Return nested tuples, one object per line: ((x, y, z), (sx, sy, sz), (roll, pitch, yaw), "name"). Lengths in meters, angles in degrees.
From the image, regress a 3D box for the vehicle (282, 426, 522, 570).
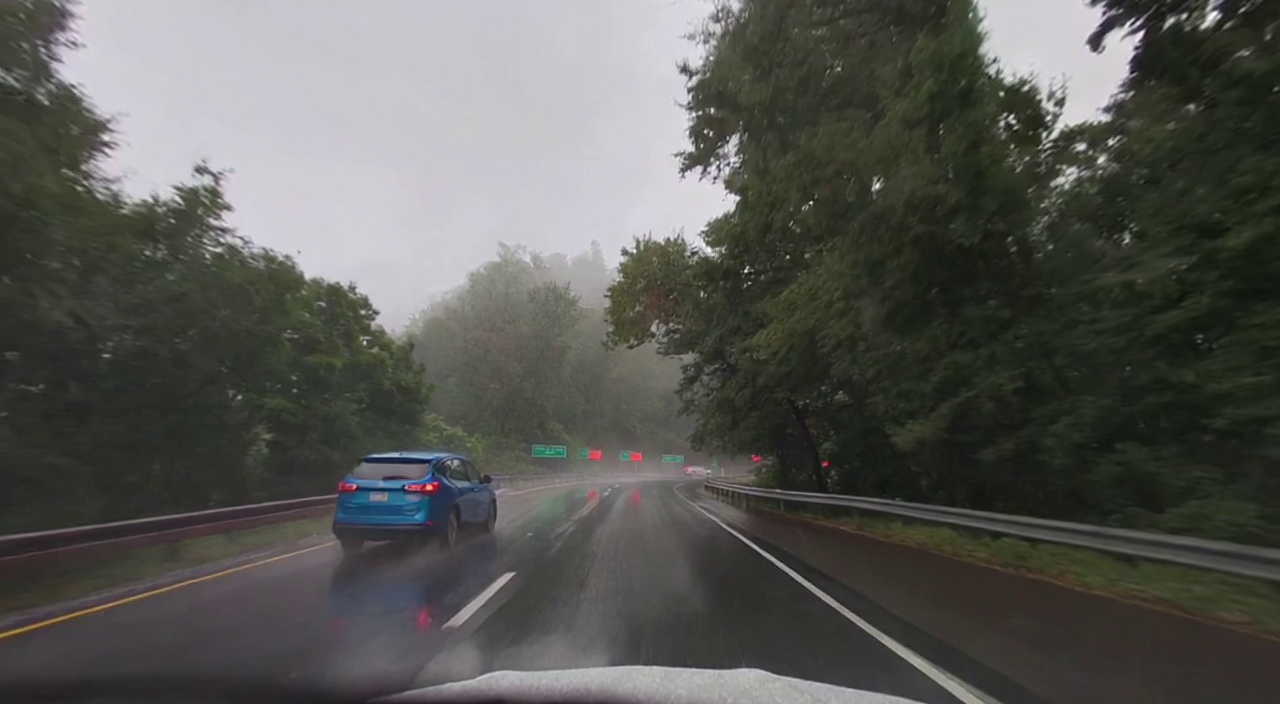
((-3.286, 2.165, 9.884), (1.997, 1.692, 4.422), (1, -10, 0), "vehicle")
